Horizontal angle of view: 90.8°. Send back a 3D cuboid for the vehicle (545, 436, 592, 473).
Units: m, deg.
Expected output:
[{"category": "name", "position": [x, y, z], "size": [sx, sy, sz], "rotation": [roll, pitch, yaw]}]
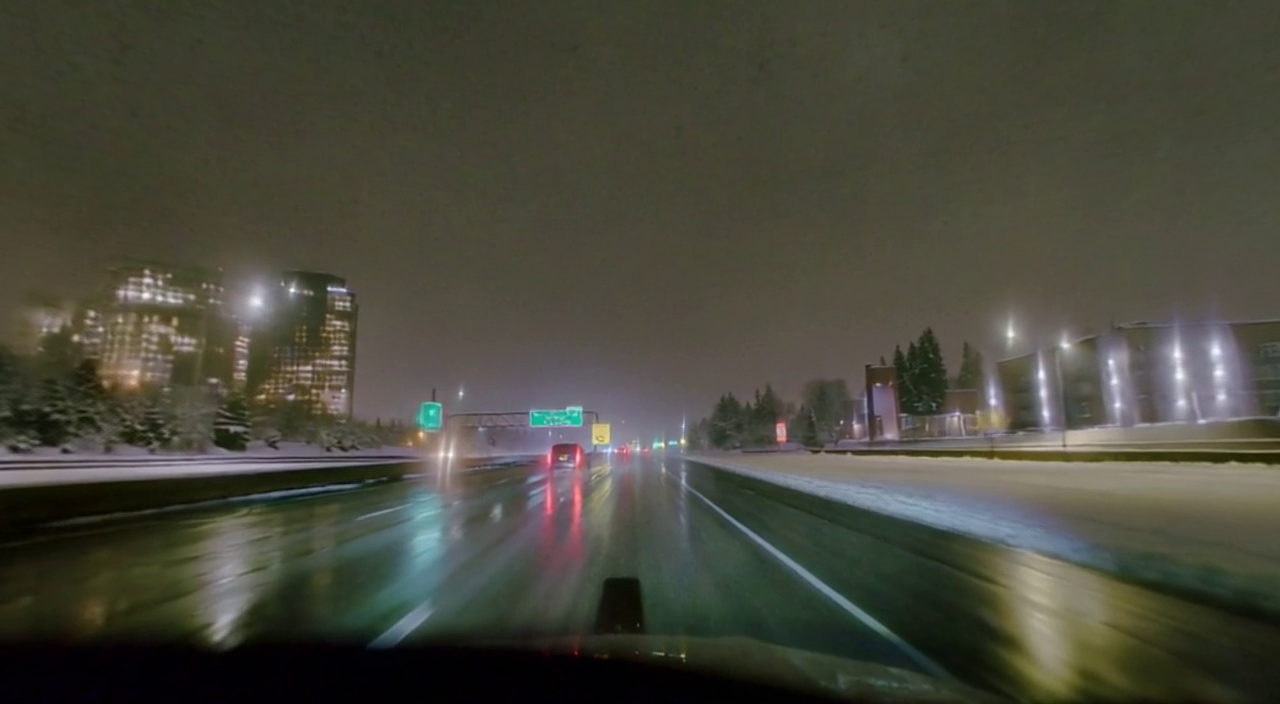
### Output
[{"category": "vehicle", "position": [-3.698, 5.406, 33.436], "size": [2.047, 1.786, 4.217], "rotation": [0, -9, 0]}]
